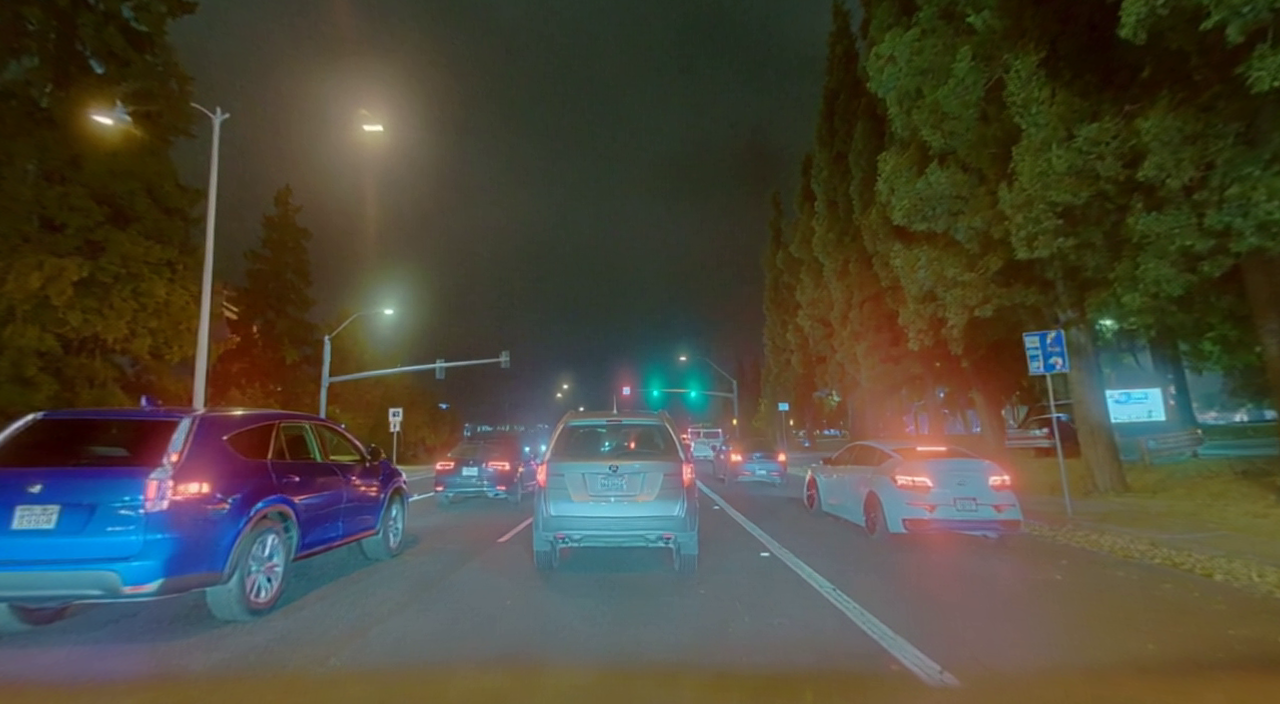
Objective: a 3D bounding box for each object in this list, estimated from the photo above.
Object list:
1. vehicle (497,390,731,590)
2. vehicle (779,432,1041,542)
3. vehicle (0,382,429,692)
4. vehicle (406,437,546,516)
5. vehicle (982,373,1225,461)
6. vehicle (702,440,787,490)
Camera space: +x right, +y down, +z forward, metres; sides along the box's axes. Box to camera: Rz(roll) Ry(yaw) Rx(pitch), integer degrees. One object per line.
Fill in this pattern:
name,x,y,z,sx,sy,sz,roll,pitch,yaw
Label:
vehicle,-0.223,1.594,8.087,2.132,1.816,4.471,0,-8,1
vehicle,4.283,2.195,11.067,2.036,1.480,4.659,1,-9,-8
vehicle,-3.705,1.338,5.706,2.039,1.709,4.265,0,-8,1
vehicle,-3.455,2.688,14.182,1.897,1.479,4.204,0,-8,2
vehicle,17.875,2.565,24.670,7.314,3.230,2.680,0,-8,-2
vehicle,3.287,3.650,20.734,1.996,1.443,4.270,0,-8,-1
